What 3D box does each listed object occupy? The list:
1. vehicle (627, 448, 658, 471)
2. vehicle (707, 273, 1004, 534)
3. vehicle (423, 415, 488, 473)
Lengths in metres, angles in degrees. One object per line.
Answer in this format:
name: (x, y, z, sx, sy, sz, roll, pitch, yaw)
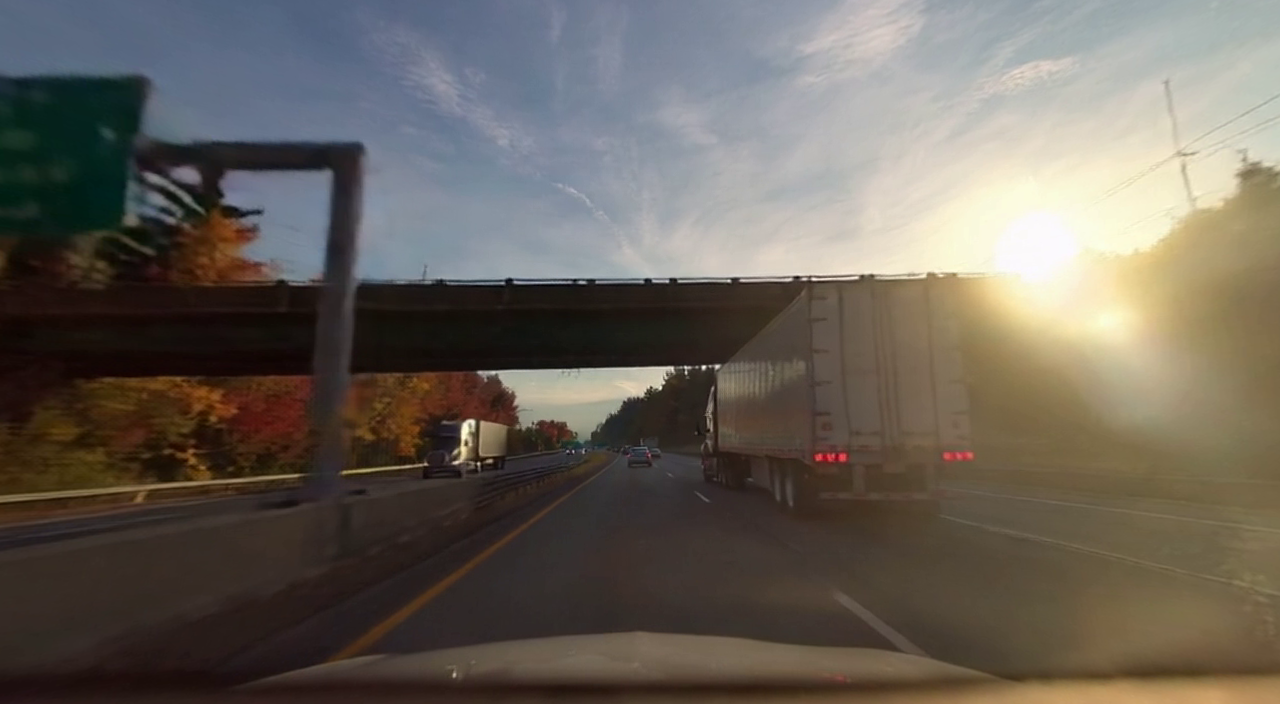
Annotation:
vehicle: (0.164, 7.130, 41.819, 1.961, 1.454, 3.755, 0, -9, 0)
vehicle: (4.228, 1.905, 17.382, 2.956, 4.281, 14.327, 0, -9, -1)
vehicle: (-14.102, 7.096, 48.475, 3.170, 4.126, 5.938, 0, -8, 0)
